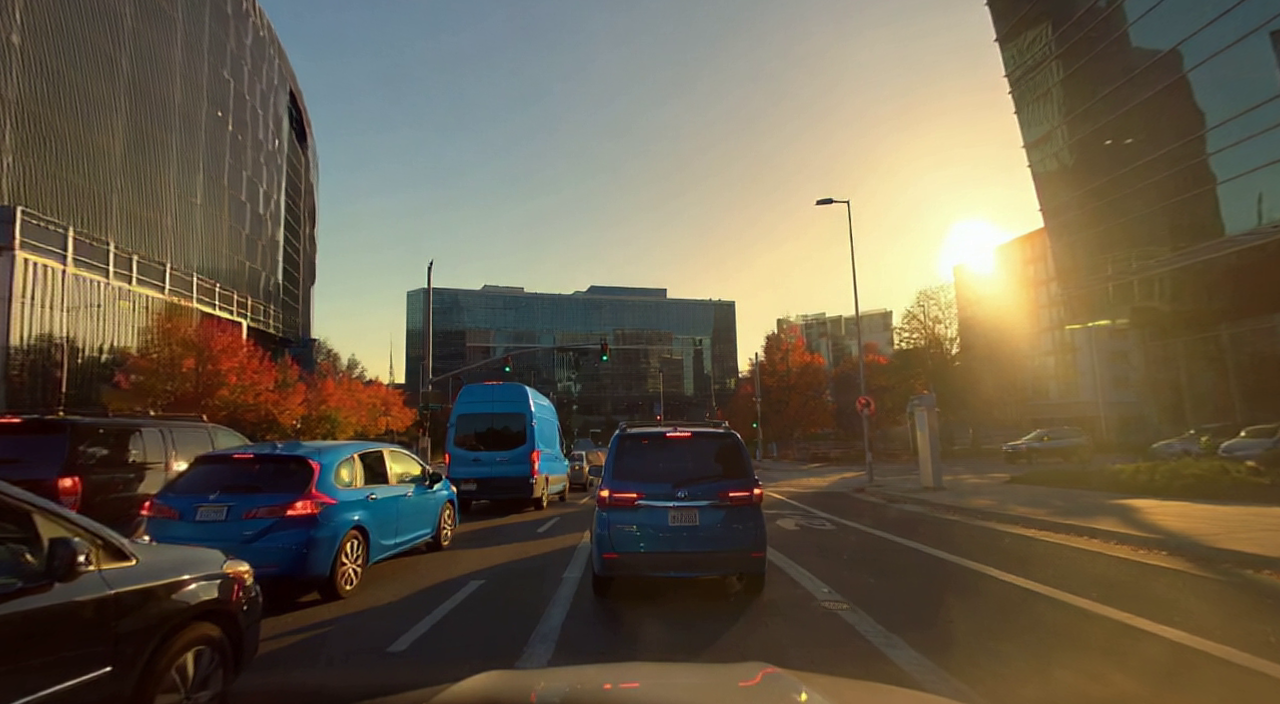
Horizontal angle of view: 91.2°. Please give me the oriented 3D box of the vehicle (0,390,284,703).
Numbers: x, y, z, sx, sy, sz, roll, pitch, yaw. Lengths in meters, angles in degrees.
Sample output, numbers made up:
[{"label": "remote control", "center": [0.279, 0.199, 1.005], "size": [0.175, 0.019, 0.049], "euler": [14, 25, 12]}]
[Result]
[{"label": "vehicle", "center": [-2.901, 0.814, 1.507], "size": [1.893, 1.491, 3.798], "euler": [0, -9, -1]}]

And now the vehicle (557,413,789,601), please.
[{"label": "vehicle", "center": [0.197, 1.600, 7.220], "size": [1.979, 1.562, 3.630], "euler": [0, -9, -3]}]

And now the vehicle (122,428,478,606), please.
[{"label": "vehicle", "center": [-3.482, 1.757, 7.577], "size": [1.955, 1.499, 4.223], "euler": [0, -9, 0]}]

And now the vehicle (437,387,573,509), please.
[{"label": "vehicle", "center": [-3.251, 2.536, 16.601], "size": [2.343, 2.635, 5.684], "euler": [0, -9, 0]}]
